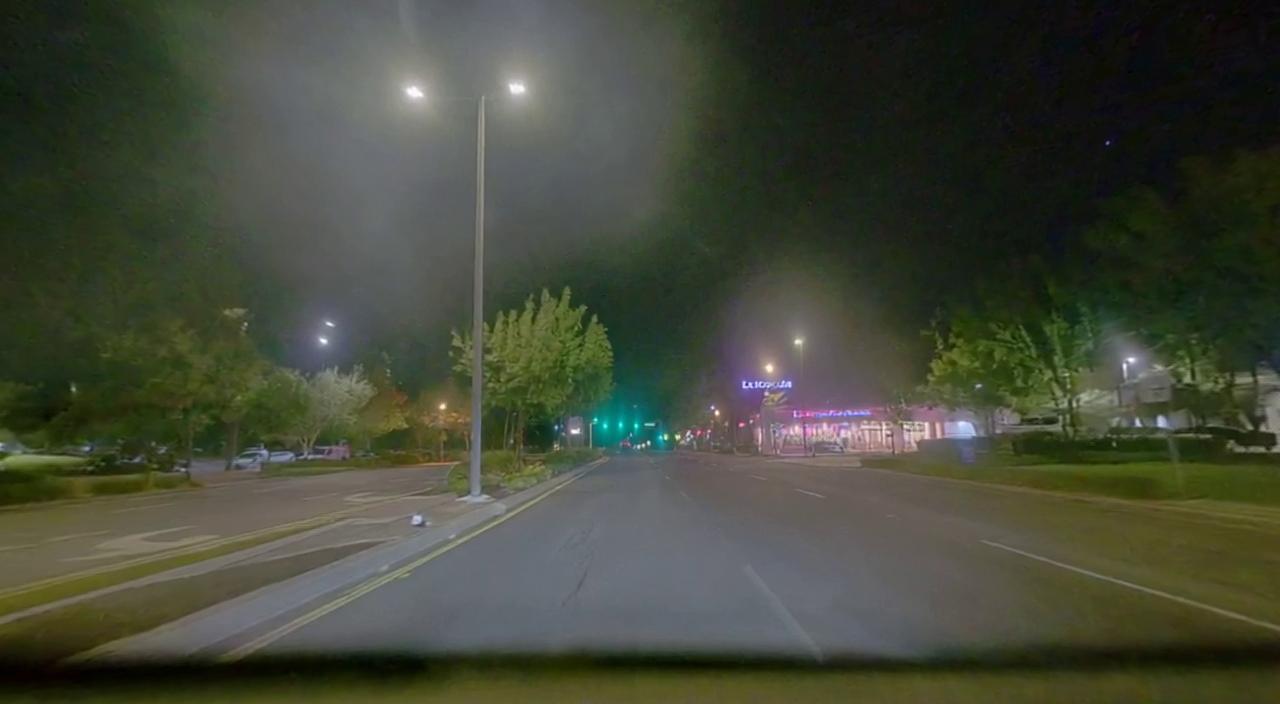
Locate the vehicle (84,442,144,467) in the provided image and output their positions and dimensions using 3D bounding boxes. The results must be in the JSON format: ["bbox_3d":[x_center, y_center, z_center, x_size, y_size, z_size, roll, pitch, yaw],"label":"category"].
[{"bbox_3d":[-41.624,8.092,49.962,4.997,1.912,2.111,-6,-10,33],"label":"vehicle"}]

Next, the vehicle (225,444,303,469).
[{"bbox_3d":[-28.434,7.922,47.987,4.922,1.511,1.959,1,-8,-27],"label":"vehicle"}]
